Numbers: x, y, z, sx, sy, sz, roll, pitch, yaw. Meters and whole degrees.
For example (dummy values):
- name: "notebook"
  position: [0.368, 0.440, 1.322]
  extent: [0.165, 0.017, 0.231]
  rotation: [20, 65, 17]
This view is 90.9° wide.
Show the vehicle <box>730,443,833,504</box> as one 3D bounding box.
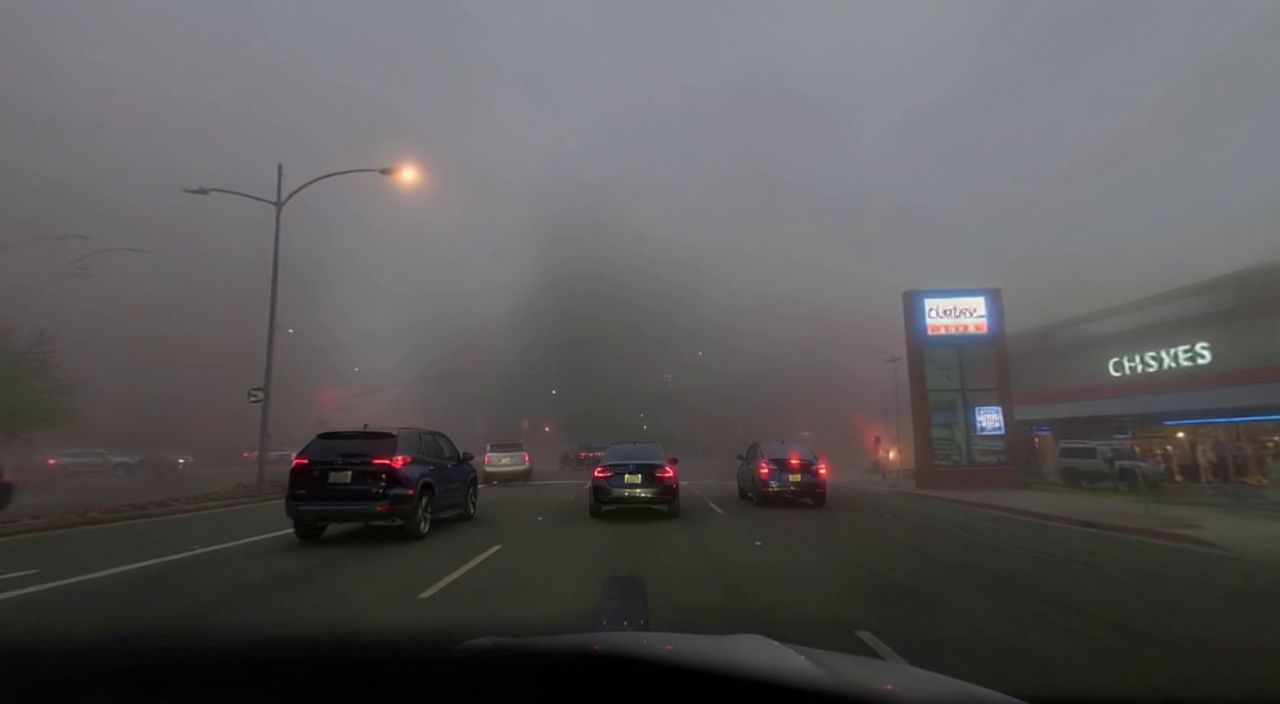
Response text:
- name: "vehicle"
  position: [3.798, 3.329, 17.716]
  extent: [1.979, 1.485, 4.207]
  rotation: [0, -8, 1]

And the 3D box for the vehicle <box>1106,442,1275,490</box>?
- name: "vehicle"
  position: [22.286, 4.566, 25.760]
  extent: [2.260, 1.737, 4.527]
  rotation: [3, -9, -22]

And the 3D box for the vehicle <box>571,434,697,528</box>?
- name: "vehicle"
  position: [-0.106, 2.485, 12.684]
  extent: [2.121, 1.563, 4.031]
  rotation: [0, -8, 0]

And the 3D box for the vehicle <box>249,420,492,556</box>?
- name: "vehicle"
  position: [-3.866, 2.011, 9.976]
  extent: [1.983, 1.685, 3.997]
  rotation: [0, -8, 1]

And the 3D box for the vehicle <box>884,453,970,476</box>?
- name: "vehicle"
  position: [19.197, 7.536, 42.342]
  extent: [4.795, 1.457, 1.986]
  rotation: [-1, -9, 4]

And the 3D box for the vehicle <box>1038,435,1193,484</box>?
- name: "vehicle"
  position: [17.874, 4.031, 23.933]
  extent: [1.907, 1.669, 4.147]
  rotation: [5, -10, -28]

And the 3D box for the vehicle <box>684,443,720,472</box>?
- name: "vehicle"
  position: [3.753, 6.448, 38.646]
  extent: [1.848, 1.665, 3.747]
  rotation: [0, -8, 0]

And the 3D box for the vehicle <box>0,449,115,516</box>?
- name: "vehicle"
  position: [-15.545, 3.067, 14.967]
  extent: [1.988, 1.498, 4.756]
  rotation: [0, -8, 1]

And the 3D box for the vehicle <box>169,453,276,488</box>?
- name: "vehicle"
  position: [-19.473, 5.513, 29.678]
  extent: [1.888, 1.435, 4.574]
  rotation: [0, -9, 1]

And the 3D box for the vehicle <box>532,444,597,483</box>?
- name: "vehicle"
  position: [-3.099, 4.648, 26.698]
  extent: [2.126, 1.490, 4.265]
  rotation: [0, -8, 2]

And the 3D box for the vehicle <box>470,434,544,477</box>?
- name: "vehicle"
  position: [-6.711, 5.303, 32.581]
  extent: [2.321, 2.013, 5.640]
  rotation: [0, -8, 3]
